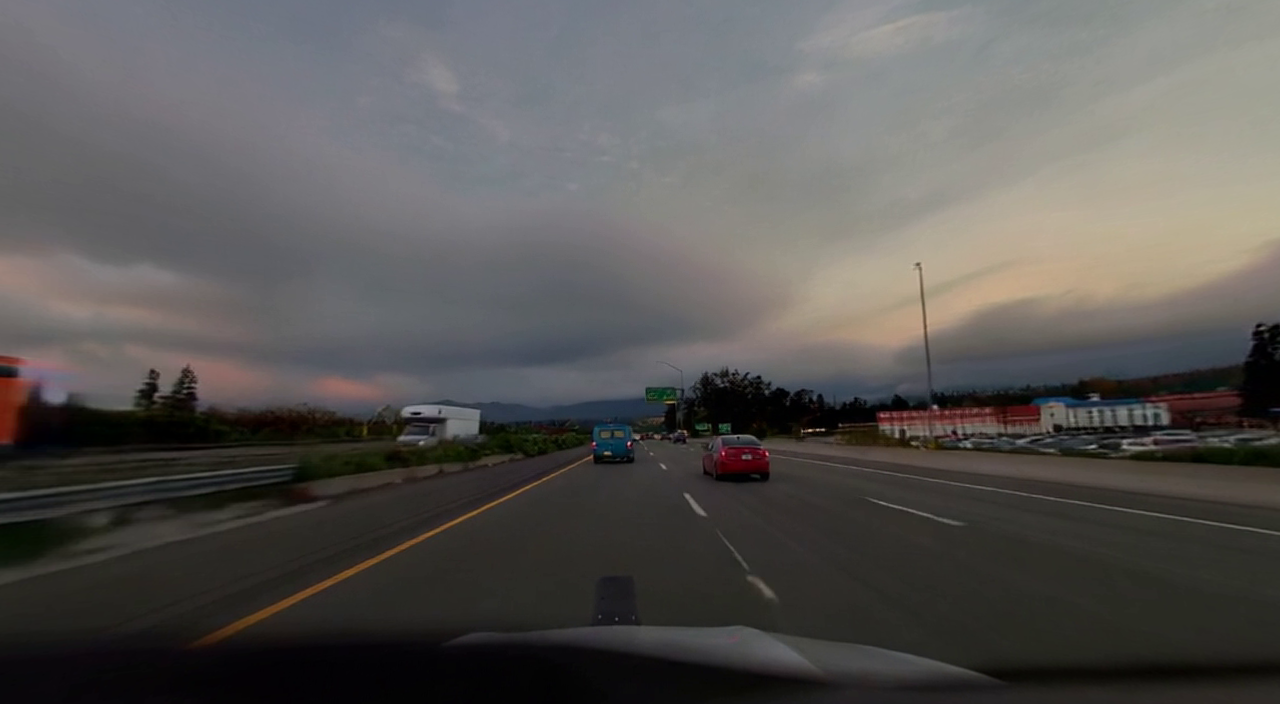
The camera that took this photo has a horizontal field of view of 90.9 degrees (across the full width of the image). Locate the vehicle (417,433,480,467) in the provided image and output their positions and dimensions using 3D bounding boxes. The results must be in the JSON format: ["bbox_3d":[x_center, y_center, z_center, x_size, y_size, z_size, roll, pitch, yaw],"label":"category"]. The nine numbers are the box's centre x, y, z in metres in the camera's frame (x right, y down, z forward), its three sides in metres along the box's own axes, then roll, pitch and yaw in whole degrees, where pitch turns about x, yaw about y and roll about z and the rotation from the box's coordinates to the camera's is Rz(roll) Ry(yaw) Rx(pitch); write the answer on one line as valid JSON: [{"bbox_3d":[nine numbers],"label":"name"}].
[{"bbox_3d":[-9.524,4.888,31.666,1.950,1.588,3.676,0,-7,1],"label":"vehicle"}]

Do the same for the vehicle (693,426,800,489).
[{"bbox_3d":[2.831,2.925,18.016,2.151,1.550,4.694,0,-7,-1],"label":"vehicle"}]

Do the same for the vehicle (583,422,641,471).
[{"bbox_3d":[-1.002,3.680,24.876,2.061,1.732,4.457,0,-7,0],"label":"vehicle"}]
